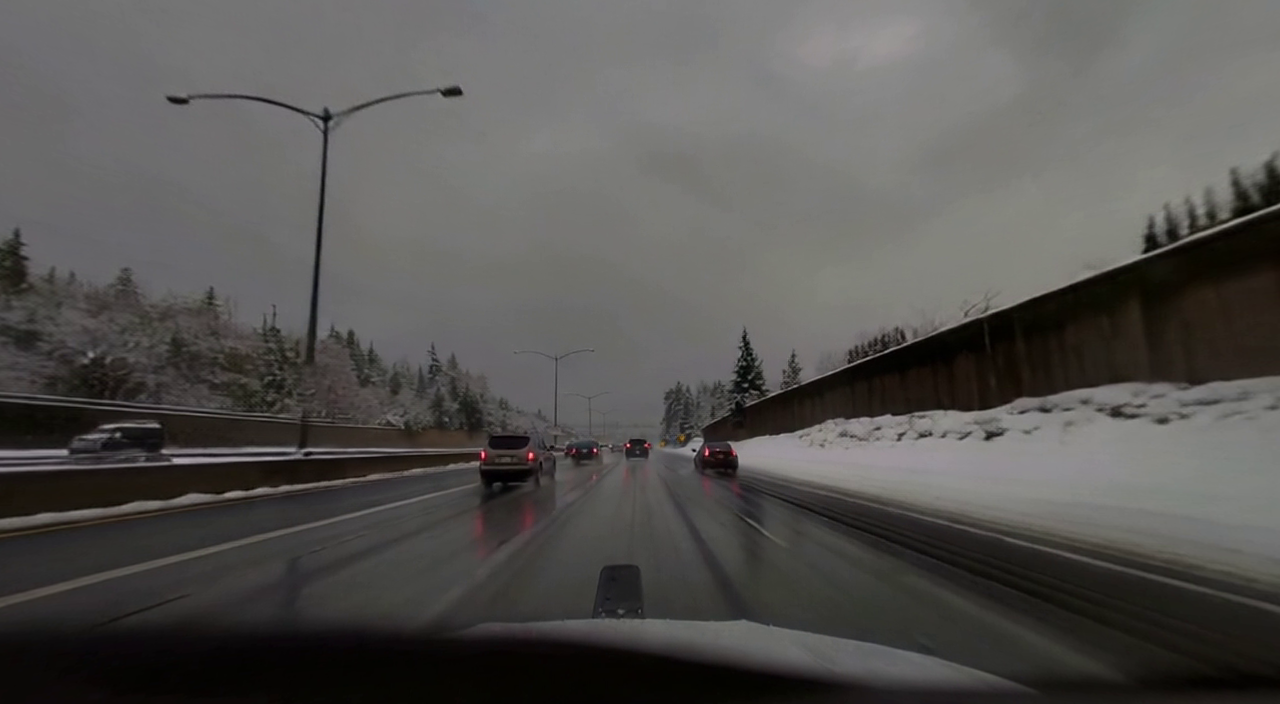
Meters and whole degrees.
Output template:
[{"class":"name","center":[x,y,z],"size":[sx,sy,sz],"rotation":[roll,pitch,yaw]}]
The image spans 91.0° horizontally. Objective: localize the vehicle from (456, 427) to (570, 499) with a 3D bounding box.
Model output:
[{"class":"vehicle","center":[-3.544,3.232,18.791],"size":[2.184,1.819,5.441],"rotation":[0,-9,1]}]

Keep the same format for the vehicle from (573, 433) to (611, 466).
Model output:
[{"class":"vehicle","center":[-3.372,7.048,45.472],"size":[2.378,2.214,4.352],"rotation":[0,-9,0]}]

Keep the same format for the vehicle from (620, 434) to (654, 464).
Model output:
[{"class":"vehicle","center":[-0.197,7.525,48.867],"size":[2.485,2.215,5.199],"rotation":[0,-9,0]}]

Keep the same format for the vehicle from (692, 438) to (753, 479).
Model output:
[{"class":"vehicle","center":[3.838,5.053,30.130],"size":[2.224,1.752,4.487],"rotation":[0,-9,-1]}]
